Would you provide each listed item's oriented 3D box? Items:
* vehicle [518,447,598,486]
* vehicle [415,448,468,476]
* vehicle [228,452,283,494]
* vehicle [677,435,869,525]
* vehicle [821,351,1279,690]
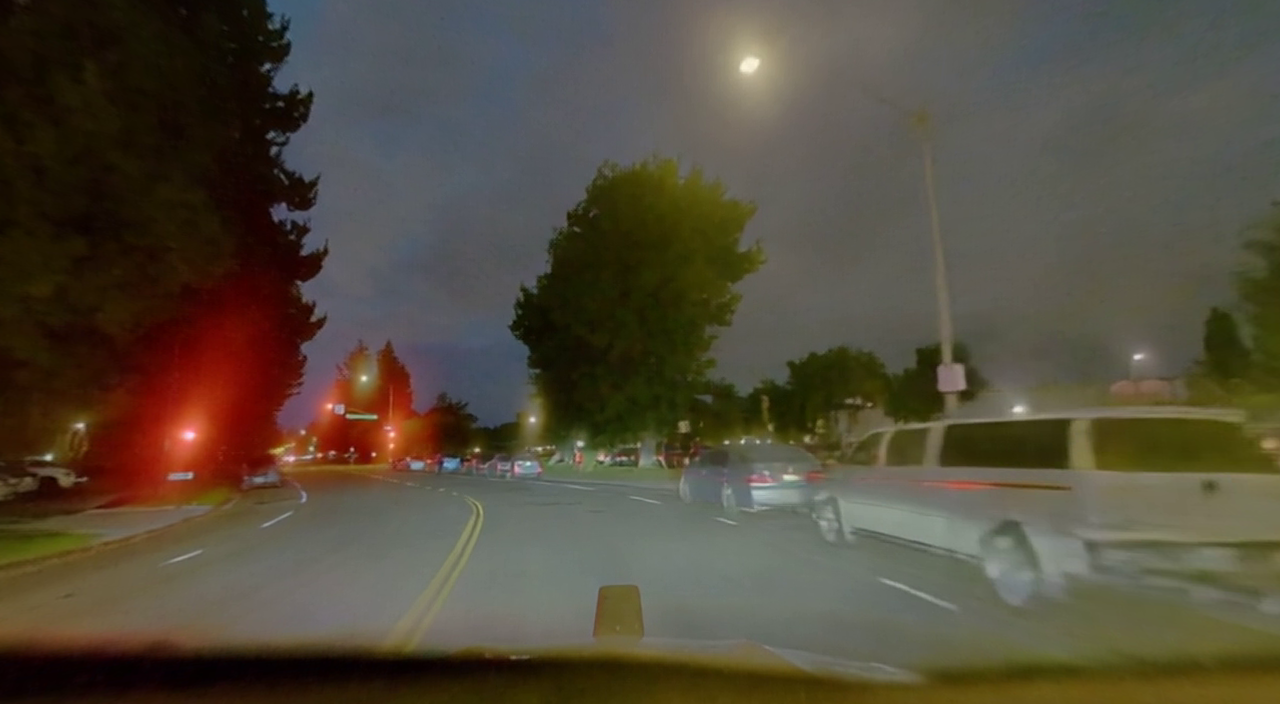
[{"bbox_3d":[-3.655,4.879,27.433,1.884,1.508,4.713,4,-9,-28],"label":"vehicle"},{"bbox_3d":[-14.443,7.870,45.731,2.255,1.863,5.629,5,-10,-31],"label":"vehicle"},{"bbox_3d":[-19.601,6.092,32.222,2.171,1.838,5.344,2,-9,-32],"label":"vehicle"},{"bbox_3d":[2.493,2.549,13.304,2.066,1.509,4.579,2,-9,-15],"label":"vehicle"},{"bbox_3d":[3.795,1.250,5.965,2.289,1.785,4.944,1,-8,-6],"label":"vehicle"}]
